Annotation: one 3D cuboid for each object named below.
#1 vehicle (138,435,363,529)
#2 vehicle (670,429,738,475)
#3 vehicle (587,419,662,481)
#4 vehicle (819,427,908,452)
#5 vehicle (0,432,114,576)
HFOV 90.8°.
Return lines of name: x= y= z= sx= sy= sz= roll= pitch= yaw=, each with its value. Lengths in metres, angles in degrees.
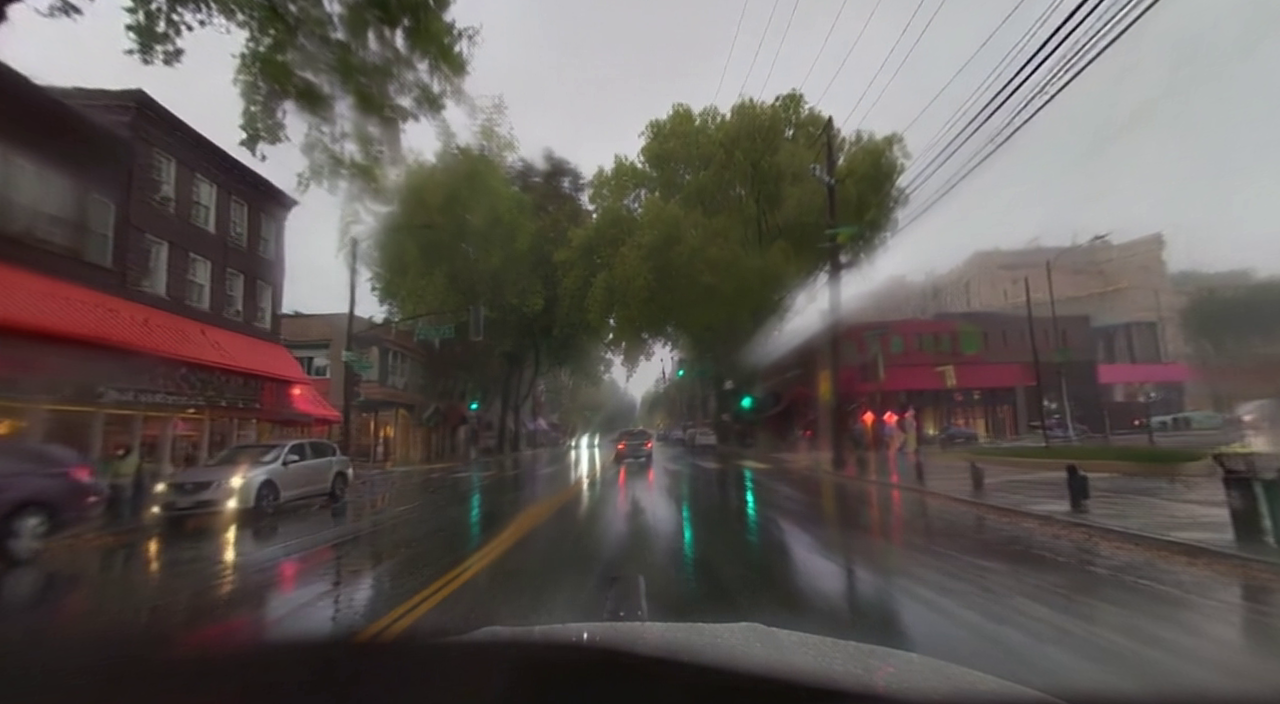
vehicle: x=-9.713 y=3.251 z=16.649 sx=2.048 sy=1.985 sz=6.011 roll=1 pitch=-8 yaw=0
vehicle: x=2.294 y=3.749 z=23.909 sx=1.998 sy=1.580 sz=4.015 roll=0 pitch=-8 yaw=-2
vehicle: x=-0.530 y=3.357 z=21.794 sx=2.301 sy=1.854 sz=4.919 roll=0 pitch=-8 yaw=-1
vehicle: x=13.638 y=5.351 z=38.651 sx=4.713 sy=1.493 sz=1.875 roll=0 pitch=-8 yaw=-2
vehicle: x=-9.616 y=1.901 z=7.519 sx=1.980 sy=1.931 sz=5.487 roll=1 pitch=-8 yaw=-1
